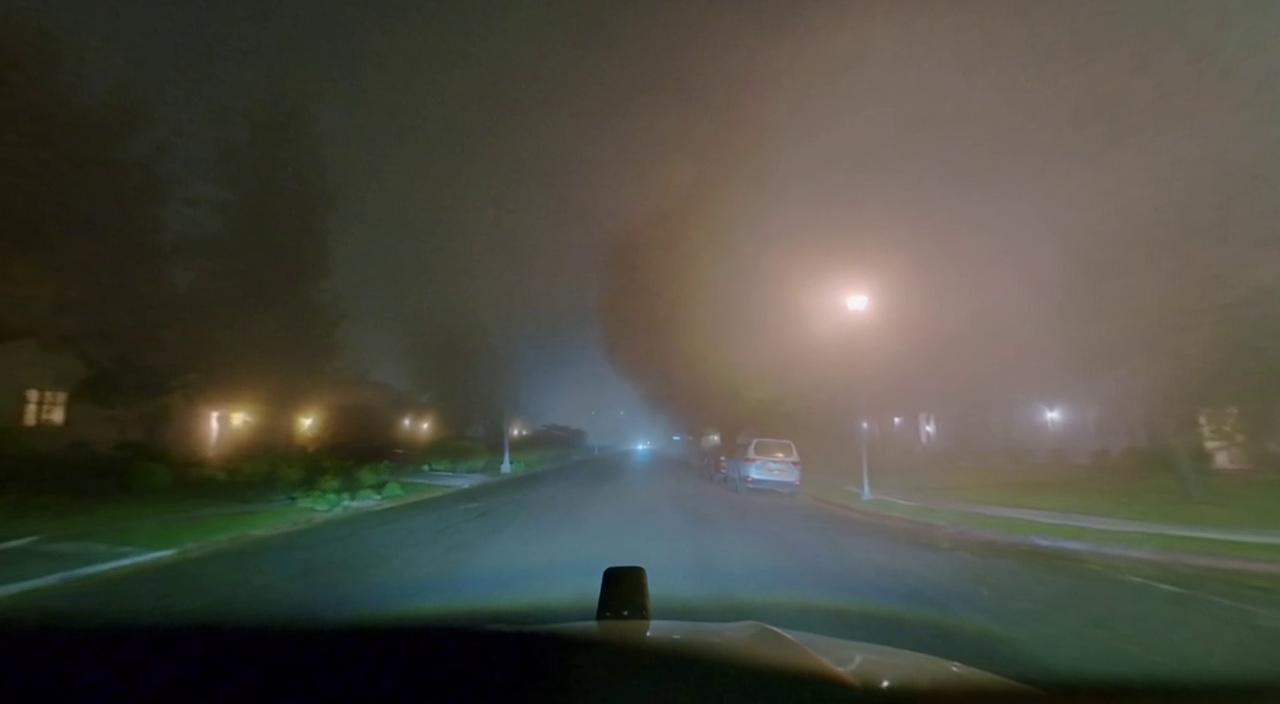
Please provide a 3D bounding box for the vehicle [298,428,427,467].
[{"bbox_3d":[-12.592,4.353,28.767,4.906,1.564,1.988,1,-8,6],"label":"vehicle"}]

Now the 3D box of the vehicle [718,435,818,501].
[{"bbox_3d":[3.753,3.464,19.364,2.046,1.760,4.570,0,-8,-1],"label":"vehicle"}]
